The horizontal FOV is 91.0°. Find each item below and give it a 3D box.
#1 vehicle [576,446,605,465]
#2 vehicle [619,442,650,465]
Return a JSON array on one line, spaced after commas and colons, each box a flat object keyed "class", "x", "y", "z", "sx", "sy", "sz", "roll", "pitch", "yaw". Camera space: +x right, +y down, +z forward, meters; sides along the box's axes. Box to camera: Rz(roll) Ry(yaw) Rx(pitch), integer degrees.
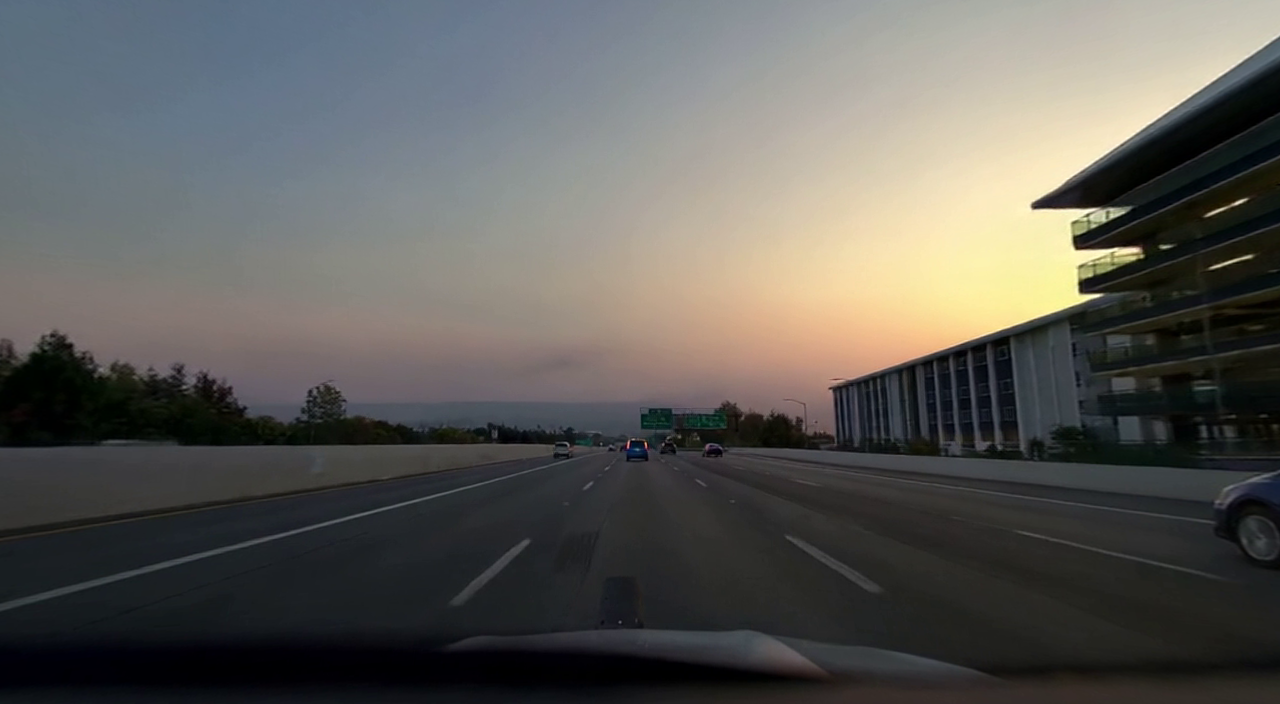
[{"class": "vehicle", "x": -3.670, "y": 7.693, "z": 47.069, "sx": 1.825, "sy": 1.347, "sz": 3.773, "roll": 0, "pitch": -8, "yaw": 0}, {"class": "vehicle", "x": -0.349, "y": 7.039, "z": 43.920, "sx": 2.036, "sy": 1.542, "sz": 3.891, "roll": 0, "pitch": -8, "yaw": 0}]
